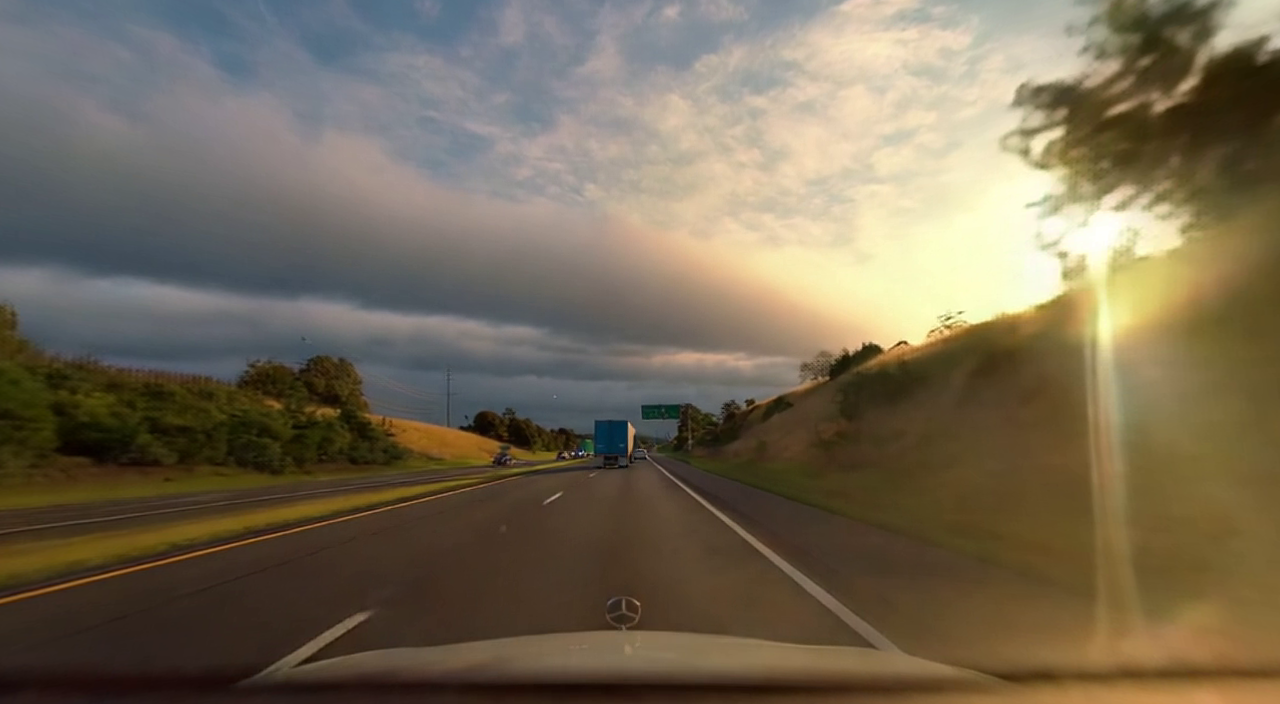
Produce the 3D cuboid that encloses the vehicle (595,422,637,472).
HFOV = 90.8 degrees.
[{"bbox_3d":[-1.603,6.720,44.517,2.704,3.270,6.745,0,-9,-1],"label":"vehicle"}]
